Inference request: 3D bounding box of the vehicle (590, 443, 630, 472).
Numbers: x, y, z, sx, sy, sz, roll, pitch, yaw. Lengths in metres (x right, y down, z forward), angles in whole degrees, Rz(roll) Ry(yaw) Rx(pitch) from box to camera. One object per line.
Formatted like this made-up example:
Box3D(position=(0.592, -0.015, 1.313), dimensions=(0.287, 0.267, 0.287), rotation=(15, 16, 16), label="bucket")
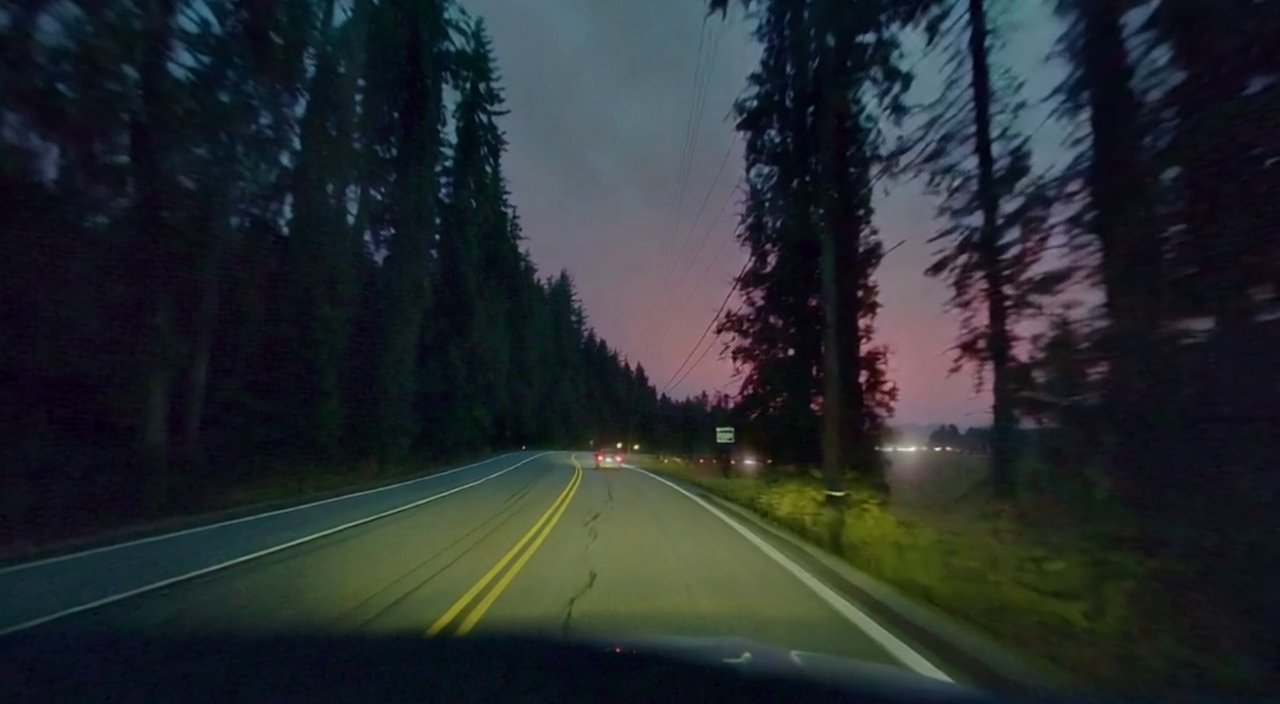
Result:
Box3D(position=(-1.811, 6.125, 36.941), dimensions=(2.059, 1.524, 3.963), rotation=(3, -9, -5), label="vehicle")
